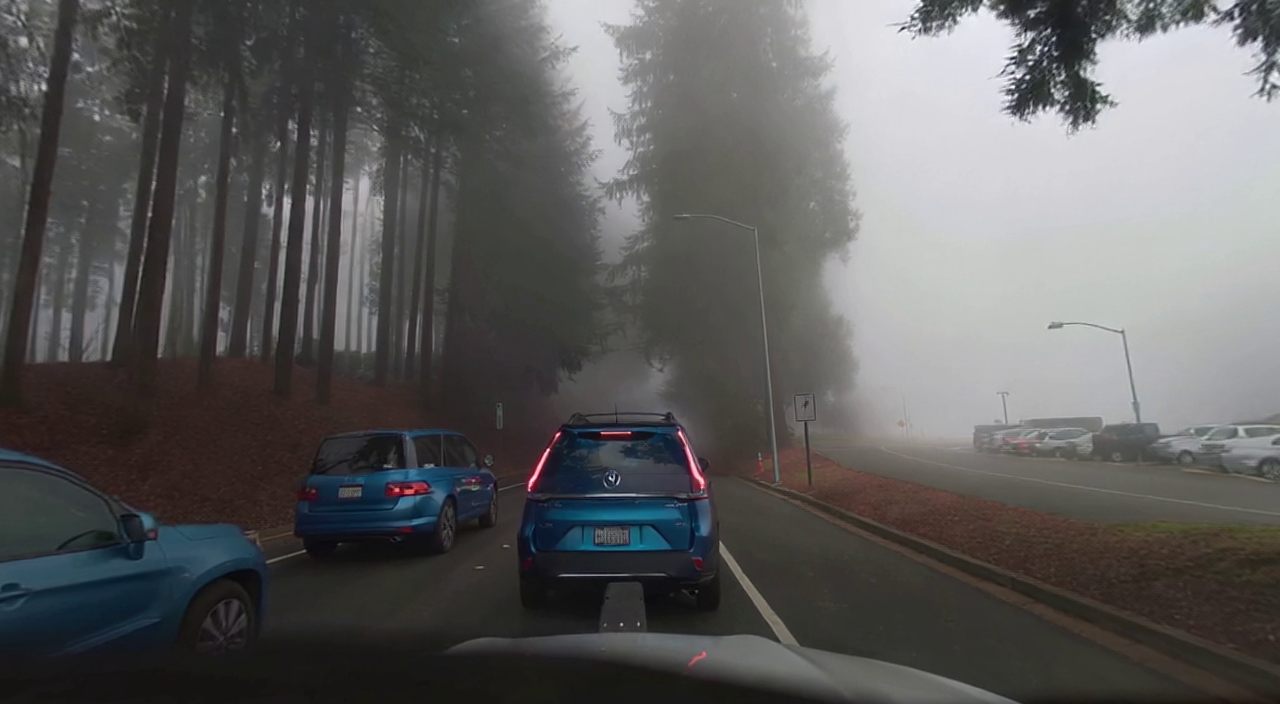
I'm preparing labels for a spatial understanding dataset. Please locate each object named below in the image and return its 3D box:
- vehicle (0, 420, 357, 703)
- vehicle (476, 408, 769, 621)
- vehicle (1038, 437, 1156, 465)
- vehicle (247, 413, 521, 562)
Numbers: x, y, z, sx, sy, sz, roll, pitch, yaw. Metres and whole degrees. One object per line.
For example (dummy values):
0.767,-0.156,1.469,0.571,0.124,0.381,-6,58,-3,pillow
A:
-3.662,1.166,3.621,1.922,1.464,4.424,0,-8,2,vehicle
-0.032,1.524,6.832,2.229,1.591,3.897,-1,-8,3,vehicle
28.488,6.180,39.471,5.955,1.702,2.166,1,-8,-6,vehicle
-3.482,1.947,9.855,2.188,1.745,4.618,0,-8,2,vehicle
